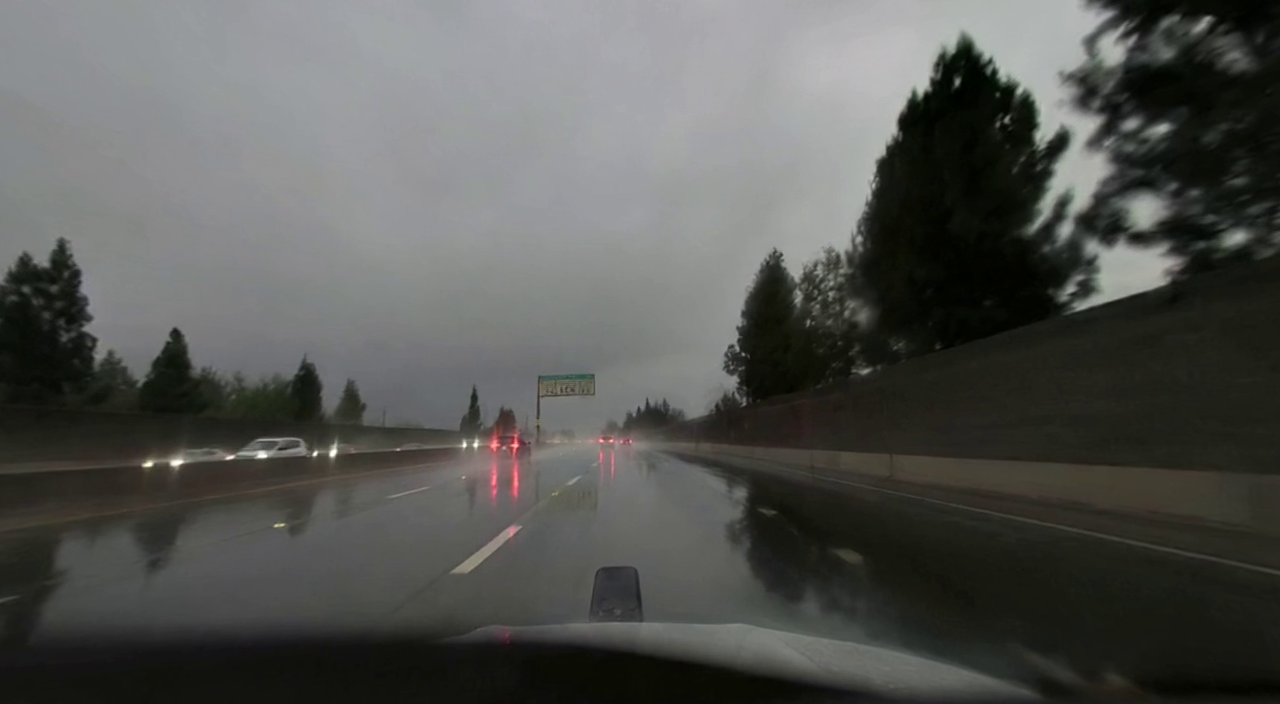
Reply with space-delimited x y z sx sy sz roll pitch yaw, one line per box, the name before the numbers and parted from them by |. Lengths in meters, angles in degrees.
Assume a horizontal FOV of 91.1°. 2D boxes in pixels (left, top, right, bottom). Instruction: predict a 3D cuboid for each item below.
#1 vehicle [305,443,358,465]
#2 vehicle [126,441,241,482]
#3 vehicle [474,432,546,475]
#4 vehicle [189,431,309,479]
vehicle | -24.354 8.028 49.822 1.896 1.640 4.744 0 -8 -1
vehicle | -19.477 4.650 27.082 1.838 1.603 4.208 0 -8 -1
vehicle | -4.874 3.841 24.169 1.988 1.505 4.044 0 -8 -2
vehicle | -15.612 4.122 25.467 1.996 1.744 4.578 0 -8 -1
